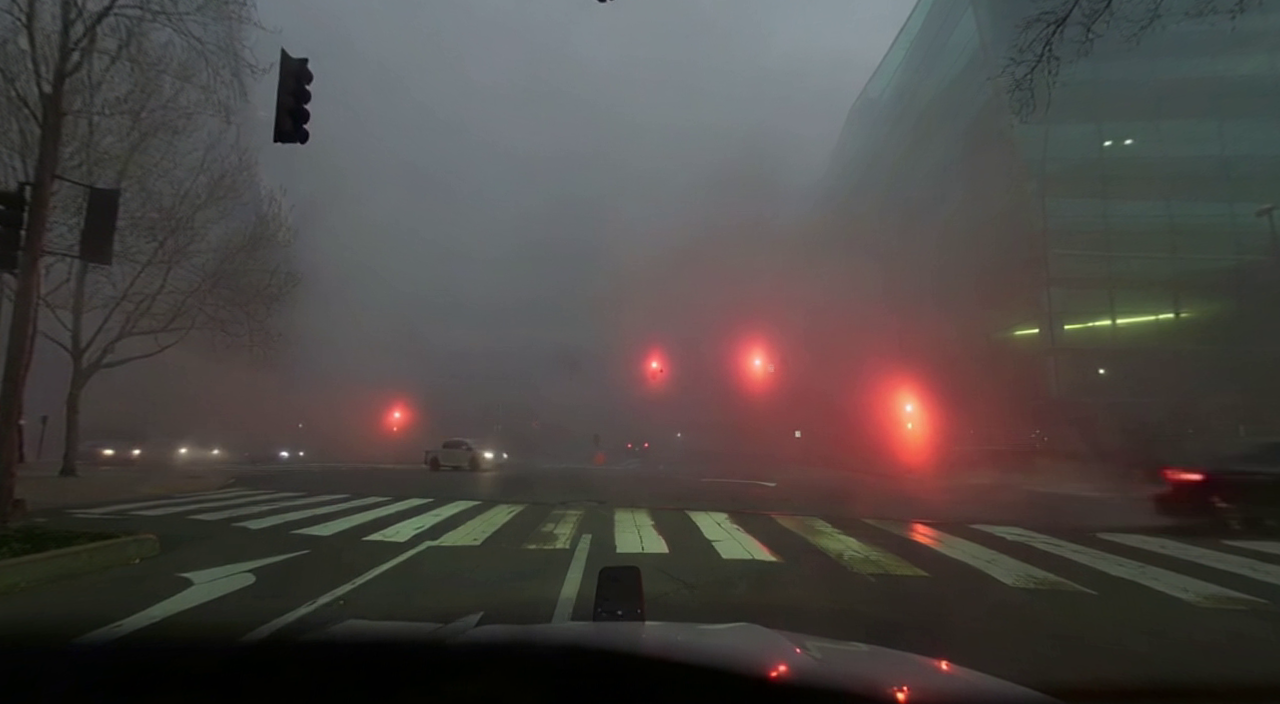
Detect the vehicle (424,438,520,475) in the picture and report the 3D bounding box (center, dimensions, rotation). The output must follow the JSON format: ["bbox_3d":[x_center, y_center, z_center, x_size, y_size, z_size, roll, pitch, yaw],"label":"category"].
[{"bbox_3d":[-7.538,4.652,28.222,4.110,1.511,1.883,-6,-10,35],"label":"vehicle"}]

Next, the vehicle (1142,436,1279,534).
[{"bbox_3d":[10.932,2.044,9.805,4.798,1.461,1.939,-7,-11,37],"label":"vehicle"}]

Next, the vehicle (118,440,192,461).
[{"bbox_3d":[-36.123,7.307,47.011,5.408,1.505,2.091,-5,-10,27],"label":"vehicle"}]
